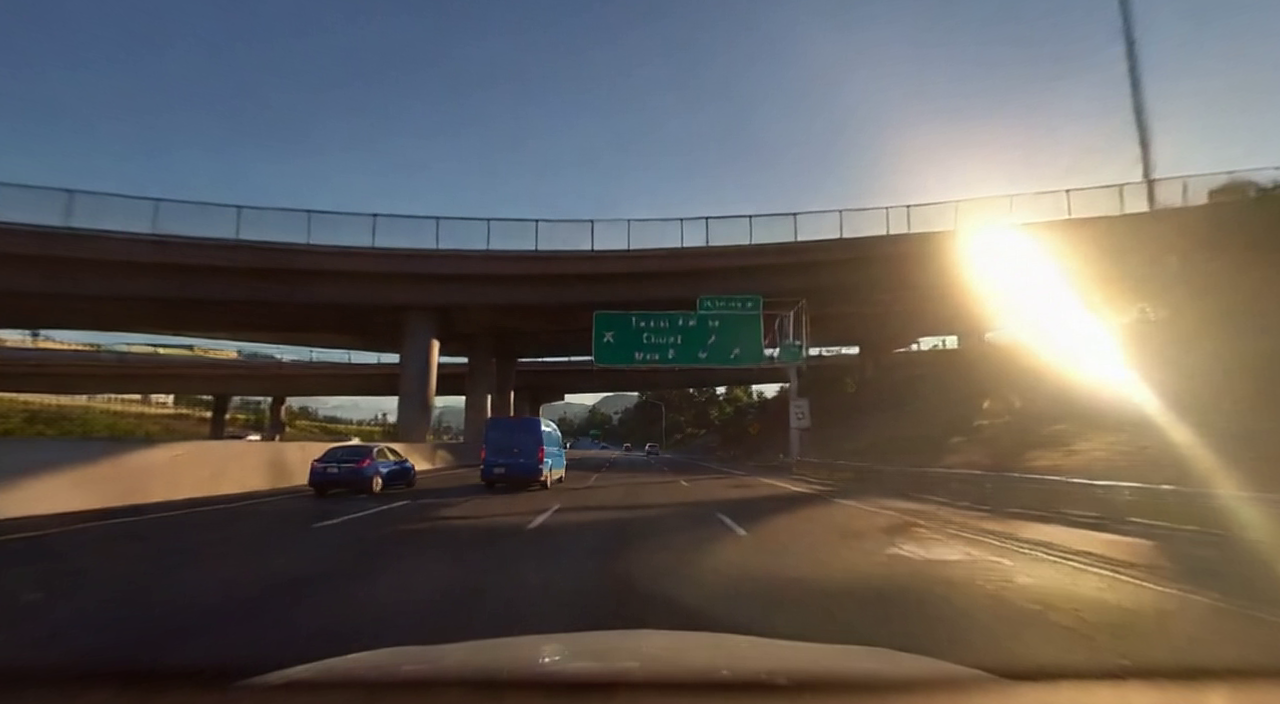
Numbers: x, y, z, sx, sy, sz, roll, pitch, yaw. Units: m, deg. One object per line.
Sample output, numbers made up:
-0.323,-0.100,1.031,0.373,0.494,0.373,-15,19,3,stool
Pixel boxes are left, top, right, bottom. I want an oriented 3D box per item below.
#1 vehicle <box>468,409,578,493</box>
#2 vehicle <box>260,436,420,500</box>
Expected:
-3.462,3.106,19.901,2.372,2.248,5.393,0,-8,1,vehicle
-7.938,3.103,17.262,1.987,1.490,4.781,0,-8,1,vehicle
